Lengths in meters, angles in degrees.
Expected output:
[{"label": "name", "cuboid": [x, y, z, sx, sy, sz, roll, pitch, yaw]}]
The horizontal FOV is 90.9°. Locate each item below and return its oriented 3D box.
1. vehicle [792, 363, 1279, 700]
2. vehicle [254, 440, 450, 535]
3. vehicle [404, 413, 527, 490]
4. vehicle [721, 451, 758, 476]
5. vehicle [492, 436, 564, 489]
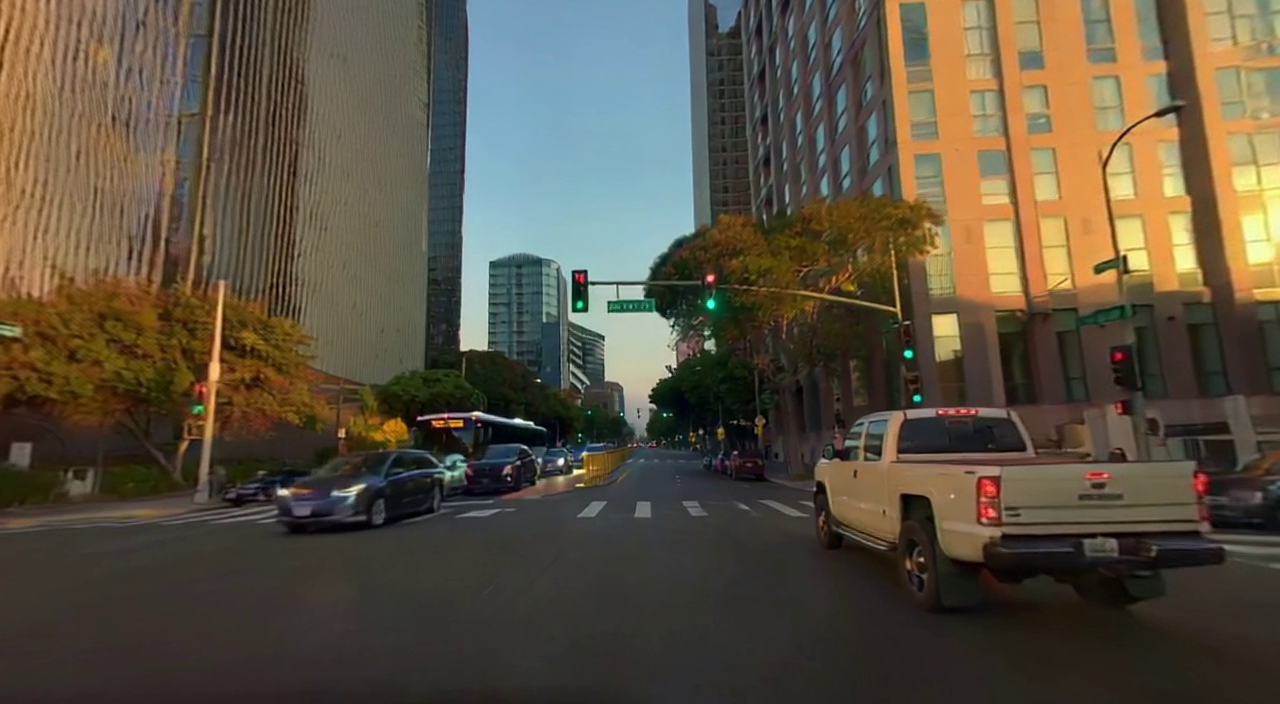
[{"label": "vehicle", "cuboid": [3.279, 1.379, 6.261, 2.118, 1.848, 5.426, 0, -8, -1]}, {"label": "vehicle", "cuboid": [-5.603, 2.645, 12.976, 1.997, 1.610, 4.144, 0, -8, 1]}, {"label": "vehicle", "cuboid": [-8.664, 5.171, 33.190, 3.318, 3.359, 10.406, 0, -8, 1]}, {"label": "vehicle", "cuboid": [7.104, 7.999, 45.497, 1.962, 1.617, 4.325, 0, -8, 0]}, {"label": "vehicle", "cuboid": [-5.061, 5.058, 29.275, 2.304, 2.208, 5.200, 0, -8, 1]}]
